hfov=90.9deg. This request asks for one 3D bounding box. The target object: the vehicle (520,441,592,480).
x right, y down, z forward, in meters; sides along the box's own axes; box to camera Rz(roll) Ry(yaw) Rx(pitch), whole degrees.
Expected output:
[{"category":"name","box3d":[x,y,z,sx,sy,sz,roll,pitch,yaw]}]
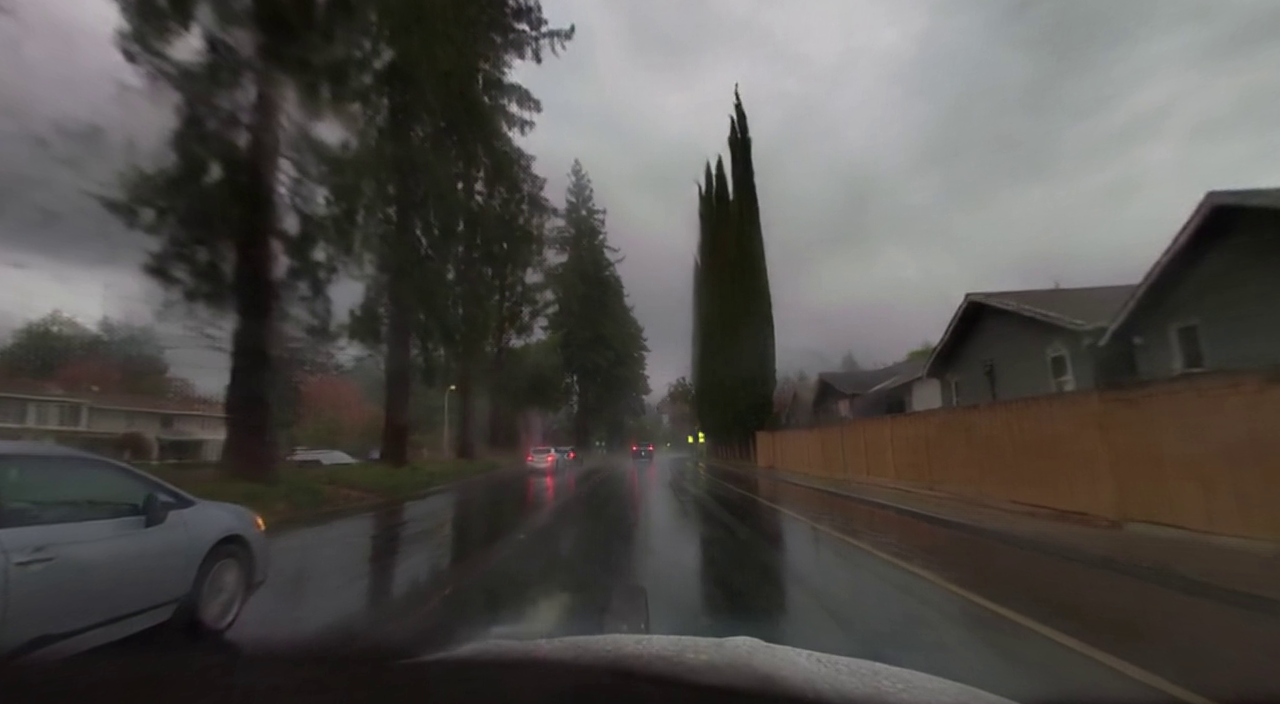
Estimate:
[{"category":"vehicle","box3d":[-3.412,4.510,26.474,2.188,1.473,4.651,0,-9,2]}]

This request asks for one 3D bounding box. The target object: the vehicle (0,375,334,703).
[{"category":"vehicle","box3d":[-4.030,0.948,3.349,2.190,1.545,4.943,0,-9,2]}]
